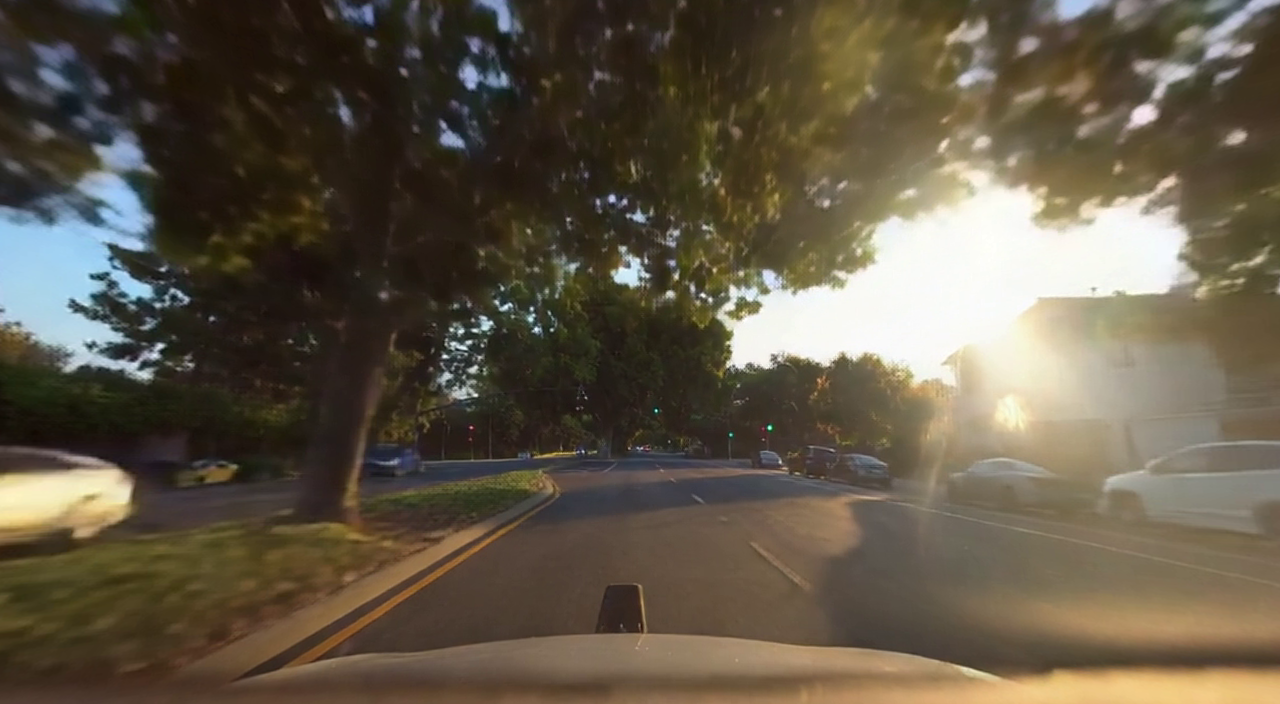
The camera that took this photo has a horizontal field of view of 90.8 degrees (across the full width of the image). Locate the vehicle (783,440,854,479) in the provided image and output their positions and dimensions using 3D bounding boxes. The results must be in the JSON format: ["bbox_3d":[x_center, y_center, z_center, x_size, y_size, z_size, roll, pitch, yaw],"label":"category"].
[{"bbox_3d":[9.779,5.932,35.124,2.245,1.983,5.433,0,-9,-1],"label":"vehicle"}]

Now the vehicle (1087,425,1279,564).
[{"bbox_3d":[9.871,2.119,9.455,2.176,1.893,5.744,3,-9,0],"label":"vehicle"}]

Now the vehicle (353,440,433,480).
[{"bbox_3d":[-11.485,5.037,29.751,1.940,1.740,4.356,0,-9,0],"label":"vehicle"}]

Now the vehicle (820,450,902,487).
[{"bbox_3d":[9.760,5.168,28.349,1.931,1.473,4.742,0,-9,0],"label":"vehicle"}]

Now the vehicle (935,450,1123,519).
[{"bbox_3d":[9.829,3.343,16.518,1.991,1.490,4.470,0,-9,-1],"label":"vehicle"}]

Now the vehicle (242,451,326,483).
[{"bbox_3d":[-18.473,5.961,33.051,1.728,1.512,4.554,0,-9,0],"label":"vehicle"}]

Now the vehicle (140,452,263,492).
[{"bbox_3d":[-18.312,4.987,26.716,1.844,1.480,4.729,0,-9,-1],"label":"vehicle"}]

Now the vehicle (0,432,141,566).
[{"bbox_3d":[-8.175,1.613,6.838,1.922,1.486,4.392,0,-9,0],"label":"vehicle"}]

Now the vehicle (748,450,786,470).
[{"bbox_3d":[9.802,8.370,49.152,1.918,1.483,4.813,0,-9,-1],"label":"vehicle"}]
